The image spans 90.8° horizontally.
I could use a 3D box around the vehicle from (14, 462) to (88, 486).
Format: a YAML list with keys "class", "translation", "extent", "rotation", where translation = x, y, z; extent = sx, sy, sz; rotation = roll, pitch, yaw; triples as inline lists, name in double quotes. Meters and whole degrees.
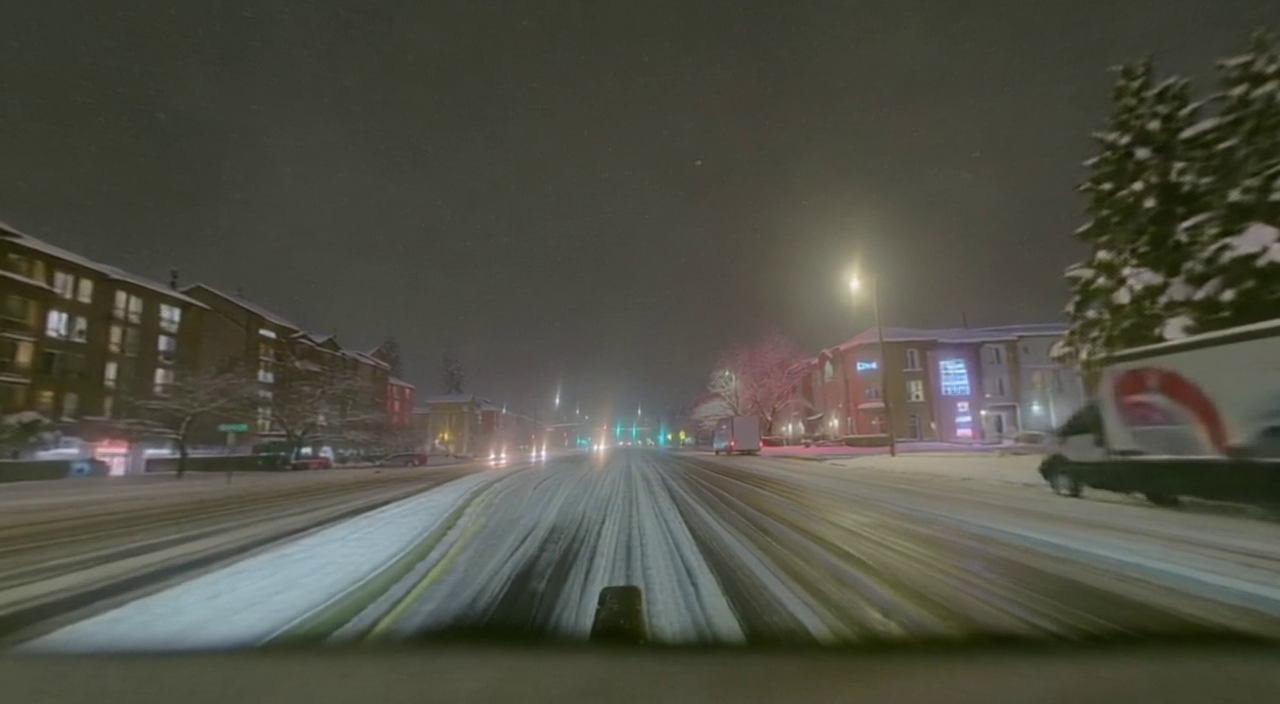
- class: "vehicle"
  translation: [-39.899, 8.229, 42.883]
  extent: [1.594, 1.406, 3.445]
  rotation: [-1, -8, 2]

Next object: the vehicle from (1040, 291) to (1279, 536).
- class: "vehicle"
  translation: [9.873, 0.984, 9.550]
  extent: [2.917, 3.205, 6.985]
  rotation: [0, -8, -1]
